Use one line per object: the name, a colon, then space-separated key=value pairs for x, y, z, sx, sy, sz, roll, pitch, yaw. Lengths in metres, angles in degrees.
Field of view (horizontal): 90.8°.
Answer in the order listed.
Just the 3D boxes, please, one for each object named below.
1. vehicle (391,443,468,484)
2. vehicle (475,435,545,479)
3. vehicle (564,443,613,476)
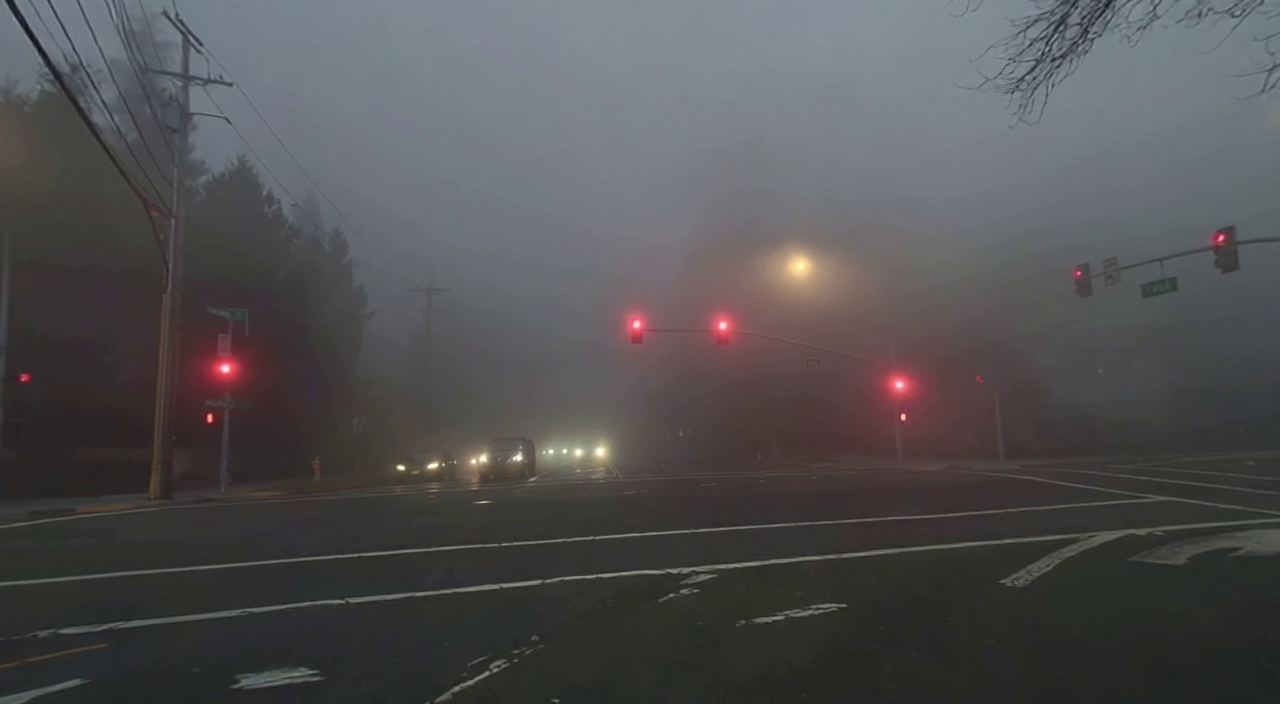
vehicle: x=-10.173 y=5.390 z=30.983 sx=2.241 sy=1.819 sz=4.690 roll=0 pitch=-9 yaw=-1
vehicle: x=-6.400 y=5.226 z=31.763 sx=2.479 sy=1.977 sz=5.254 roll=0 pitch=-9 yaw=-1
vehicle: x=-2.419 y=5.215 z=30.925 sx=2.174 sy=1.477 sz=4.805 roll=0 pitch=-9 yaw=-2
